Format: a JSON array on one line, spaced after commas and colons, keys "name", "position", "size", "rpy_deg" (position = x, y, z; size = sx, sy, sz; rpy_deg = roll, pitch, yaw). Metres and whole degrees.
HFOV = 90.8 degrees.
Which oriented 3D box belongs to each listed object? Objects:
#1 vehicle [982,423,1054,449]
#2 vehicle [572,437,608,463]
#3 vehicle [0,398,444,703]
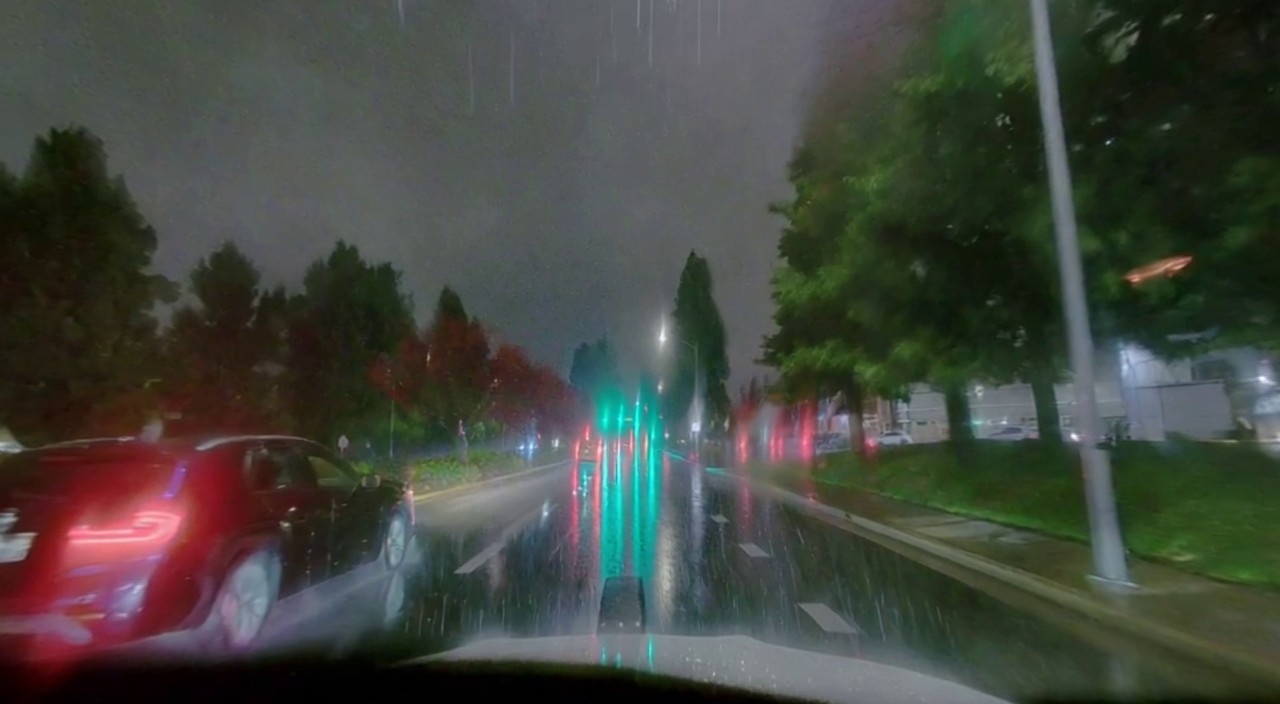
[{"name": "vehicle", "position": [27.181, 6.139, 45.648], "size": [1.837, 1.720, 4.764], "rpy_deg": [1, -9, -7]}, {"name": "vehicle", "position": [-3.510, 7.019, 45.221], "size": [2.138, 1.733, 4.427], "rpy_deg": [0, -8, 0]}, {"name": "vehicle", "position": [-3.467, 1.325, 5.354], "size": [2.011, 1.498, 4.914], "rpy_deg": [0, -8, 0]}]
